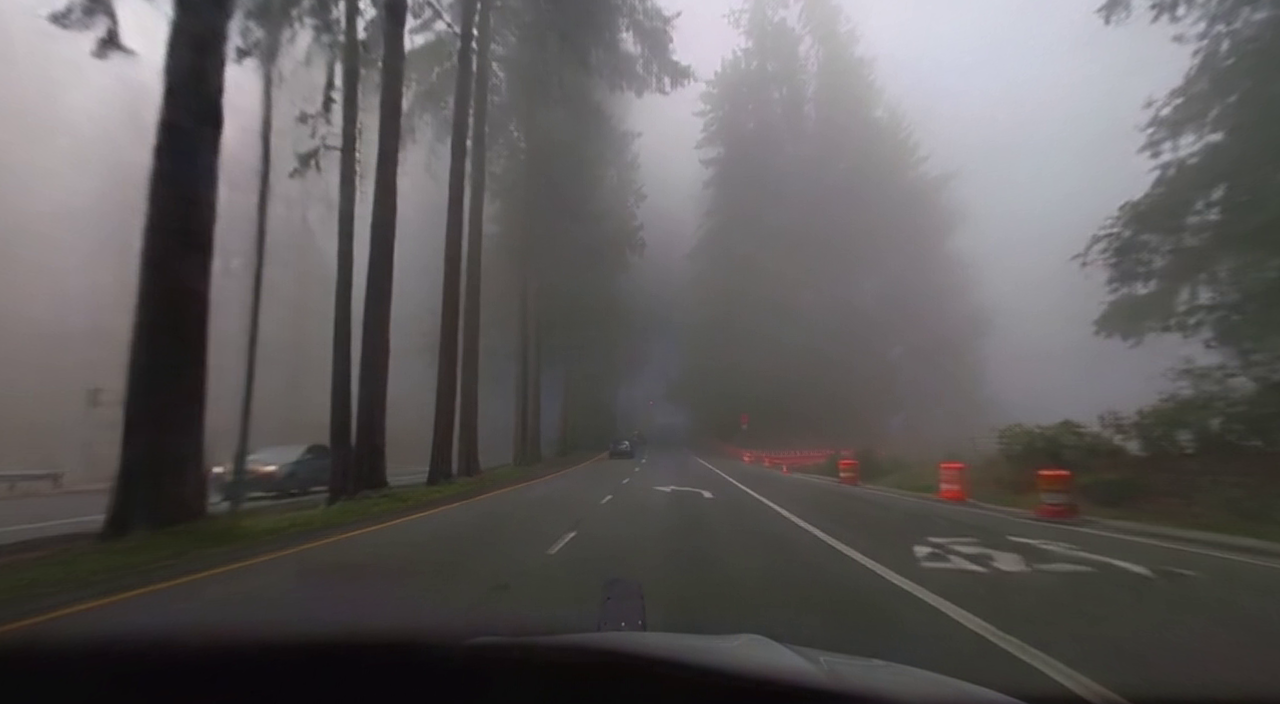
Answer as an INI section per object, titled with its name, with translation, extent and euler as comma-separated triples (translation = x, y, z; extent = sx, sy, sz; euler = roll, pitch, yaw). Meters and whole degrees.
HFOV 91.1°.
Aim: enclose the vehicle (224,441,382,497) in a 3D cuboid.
[vehicle]
translation = -9.900, 3.452, 18.990
extent = 1.953, 1.471, 4.670
euler = -1, -8, 4
